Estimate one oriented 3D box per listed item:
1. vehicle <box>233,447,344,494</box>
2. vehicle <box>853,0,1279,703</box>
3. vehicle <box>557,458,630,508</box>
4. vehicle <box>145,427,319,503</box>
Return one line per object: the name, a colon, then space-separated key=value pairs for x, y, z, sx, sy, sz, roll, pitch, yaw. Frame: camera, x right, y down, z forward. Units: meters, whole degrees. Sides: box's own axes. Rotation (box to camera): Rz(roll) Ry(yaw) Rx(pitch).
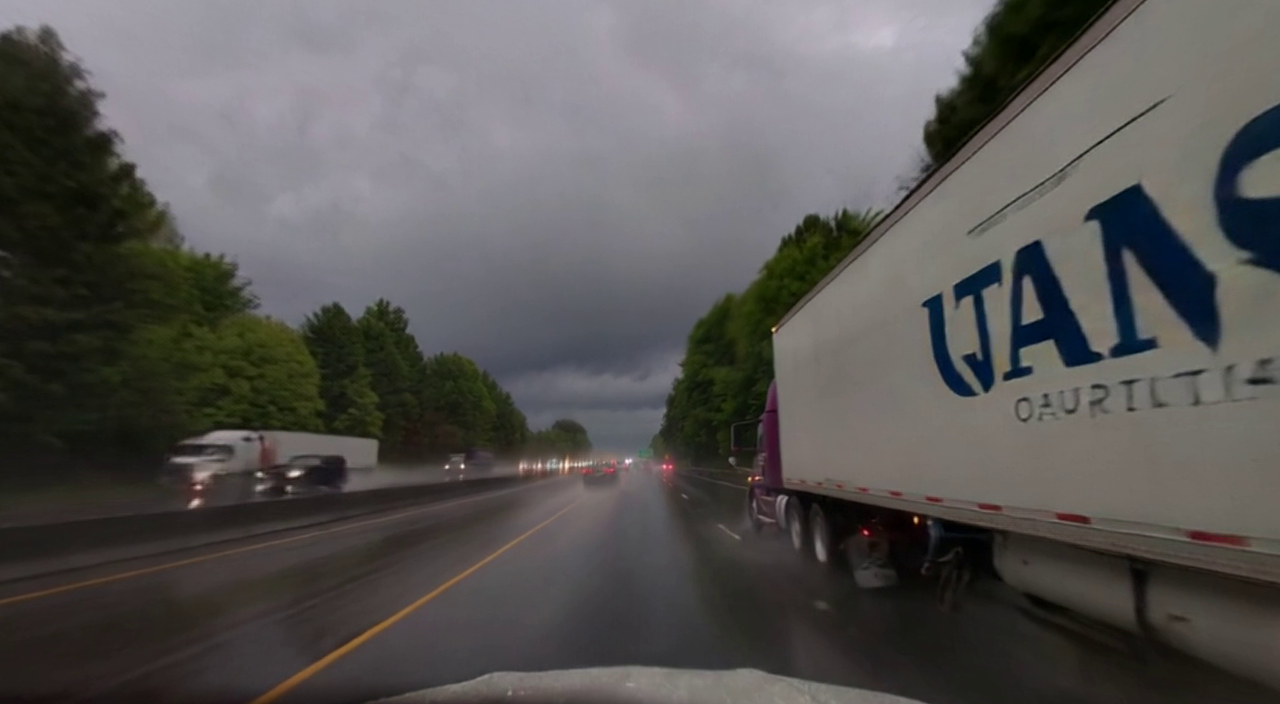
vehicle: x=-15.831 y=5.393 z=28.791 sx=2.090 sy=1.914 sz=5.099 roll=1 pitch=-10 yaw=0
vehicle: x=3.866 y=-0.316 z=1.375 sx=2.871 sy=4.032 sz=10.642 roll=1 pitch=-10 yaw=-1
vehicle: x=-1.383 y=4.153 z=20.249 sx=2.032 sy=1.407 sz=3.641 roll=0 pitch=-10 yaw=1
vehicle: x=-20.494 y=5.830 z=32.625 sx=2.862 sy=3.296 sz=8.901 roll=0 pitch=-10 yaw=1
